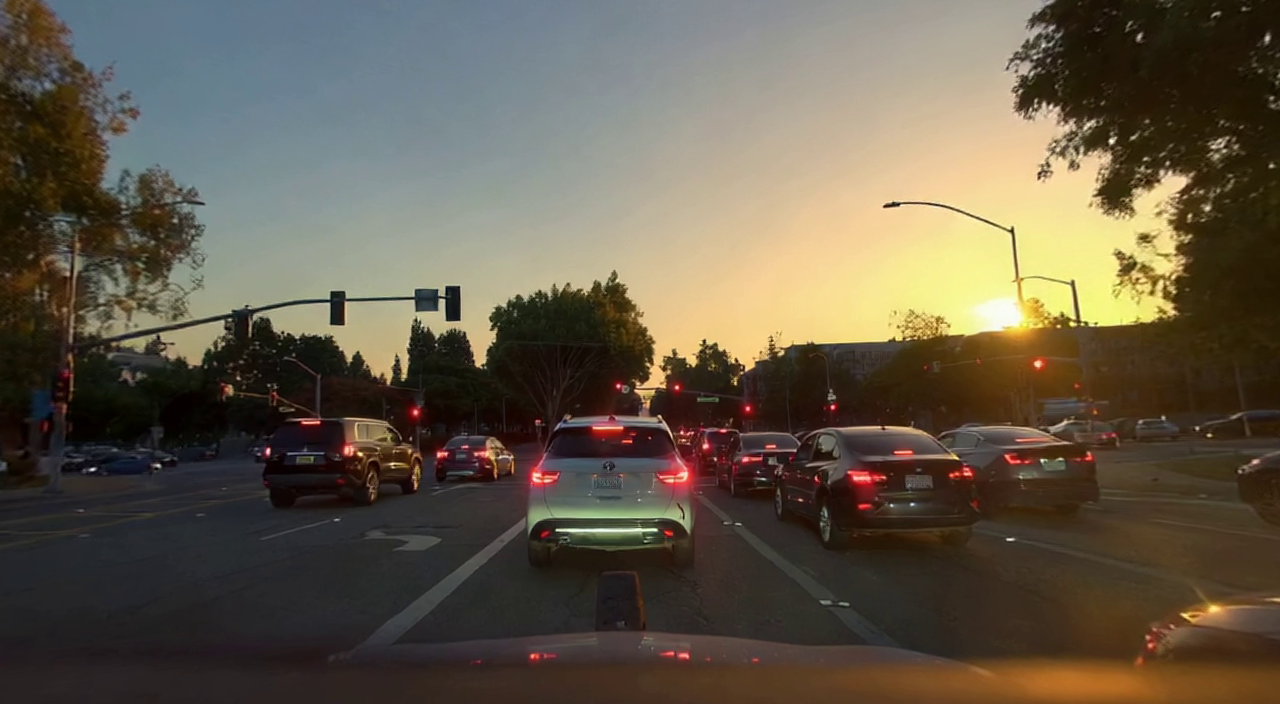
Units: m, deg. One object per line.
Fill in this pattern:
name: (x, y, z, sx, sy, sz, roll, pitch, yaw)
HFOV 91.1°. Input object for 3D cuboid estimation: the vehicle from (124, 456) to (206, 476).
vehicle: (-37.349, 8.950, 49.416, 4.914, 1.487, 1.850, 0, -9, 0)

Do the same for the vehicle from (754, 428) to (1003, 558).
vehicle: (3.146, 1.955, 9.492, 1.971, 1.473, 4.495, 0, -8, 0)

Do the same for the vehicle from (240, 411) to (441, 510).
vehicle: (-6.737, 2.527, 15.000, 2.214, 1.953, 5.017, 0, -9, 1)

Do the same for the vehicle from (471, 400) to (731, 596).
vehicle: (-0.322, 1.574, 7.564, 2.256, 1.694, 4.055, 0, -8, 1)

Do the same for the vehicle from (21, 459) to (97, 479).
vehicle: (-45.687, 9.177, 49.398, 4.232, 1.498, 1.791, 0, -9, 1)

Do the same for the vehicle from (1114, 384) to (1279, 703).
vehicle: (3.301, 0.665, 0.812, 1.980, 1.515, 4.362, 0, -8, 1)
